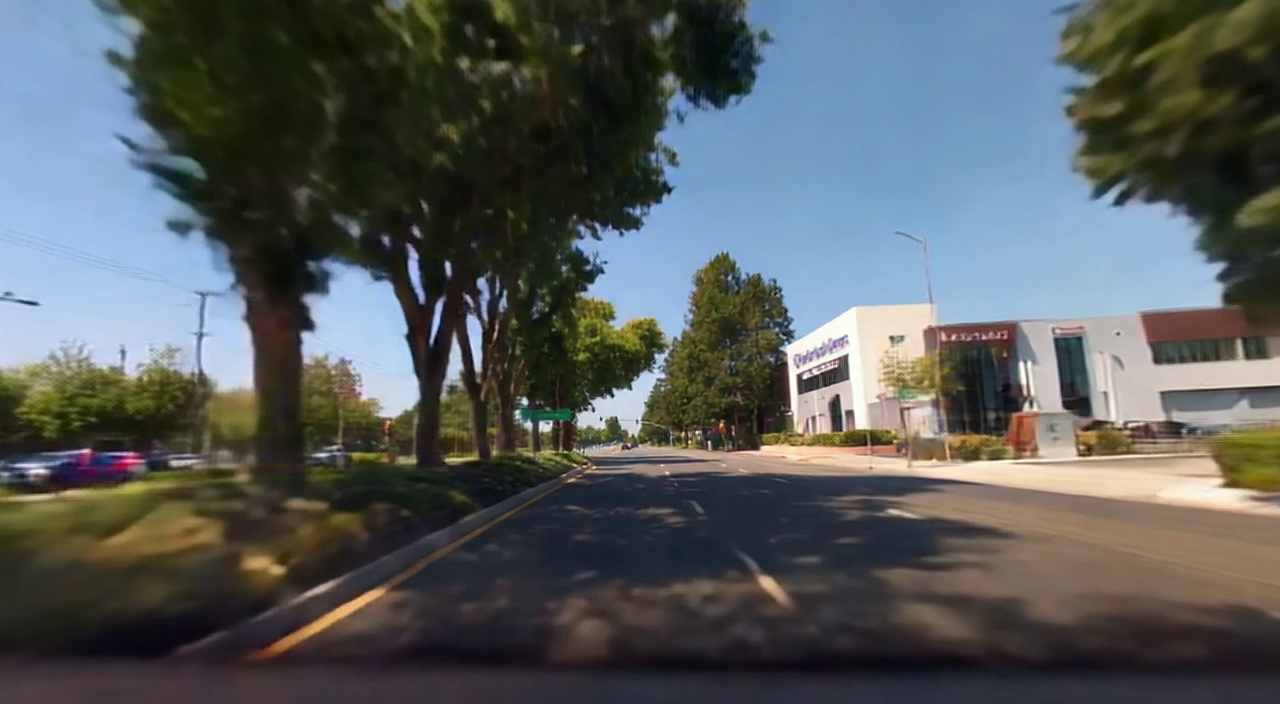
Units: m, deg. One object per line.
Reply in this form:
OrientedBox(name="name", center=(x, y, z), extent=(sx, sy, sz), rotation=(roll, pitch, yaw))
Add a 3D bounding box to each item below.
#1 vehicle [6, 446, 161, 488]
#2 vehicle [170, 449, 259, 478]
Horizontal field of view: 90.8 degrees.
OrientedBox(name="vehicle", center=(-28.123, 5.798, 32.244), extent=(5.442, 1.936, 2.127), rotation=(4, -9, -26))
OrientedBox(name="vehicle", center=(-27.533, 7.198, 41.087), extent=(4.529, 1.711, 1.972), rotation=(4, -9, -28))
